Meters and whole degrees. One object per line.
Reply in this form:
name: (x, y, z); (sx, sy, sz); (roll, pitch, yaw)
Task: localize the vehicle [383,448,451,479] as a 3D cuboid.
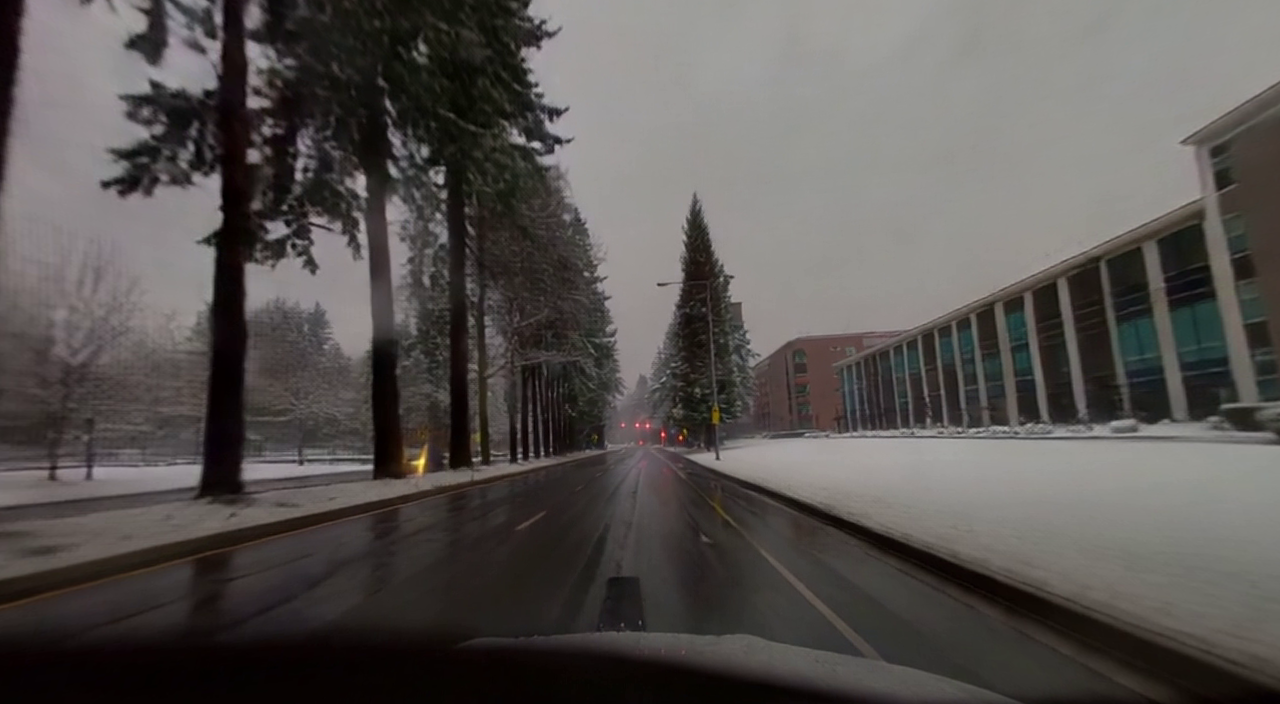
vehicle: (-11.418, 5.717, 32.448); (1.881, 1.445, 4.280); (0, -8, 1)
